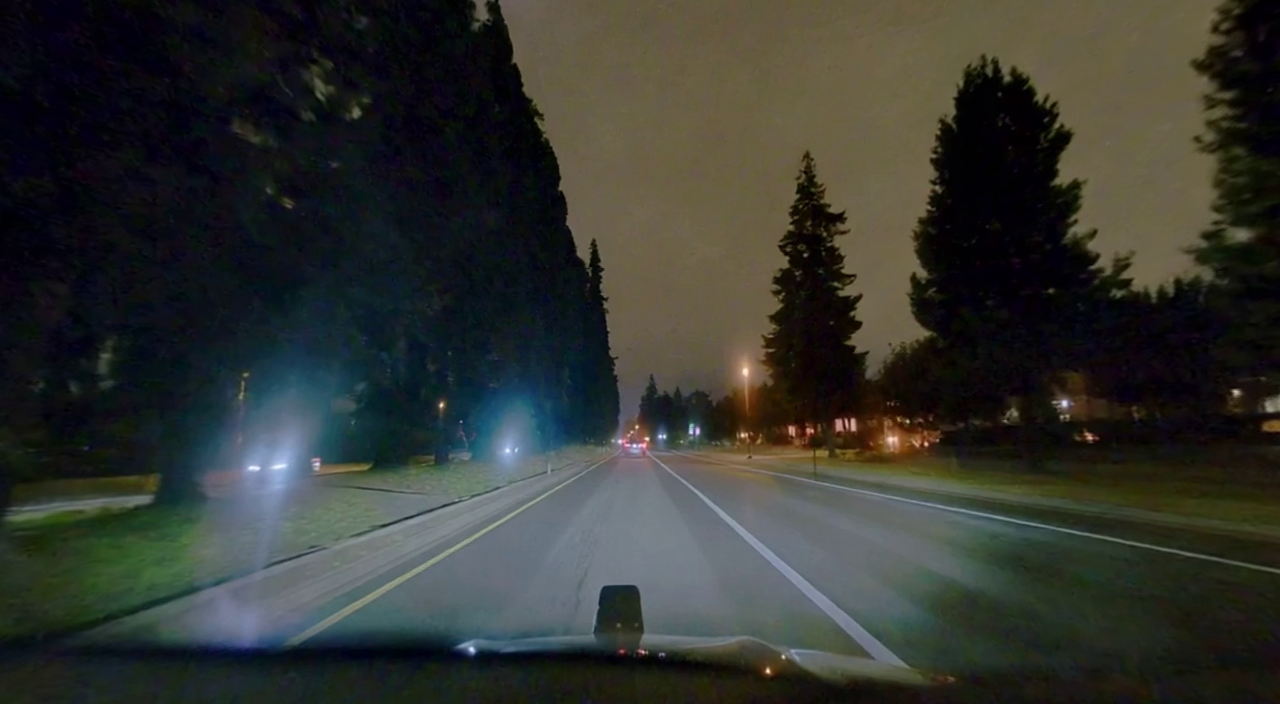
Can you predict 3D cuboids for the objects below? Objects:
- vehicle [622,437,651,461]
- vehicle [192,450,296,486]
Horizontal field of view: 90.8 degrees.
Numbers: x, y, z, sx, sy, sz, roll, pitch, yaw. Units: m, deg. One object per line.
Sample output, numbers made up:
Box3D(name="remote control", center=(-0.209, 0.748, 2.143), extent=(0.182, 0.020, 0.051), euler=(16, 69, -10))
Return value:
Box3D(name="vehicle", center=(-0.288, 6.967, 45.499), extent=(2.016, 1.665, 3.932), euler=(0, -8, -1))
Box3D(name="vehicle", center=(-18.501, 5.420, 29.789), extent=(1.835, 1.496, 4.713), euler=(0, -8, 0))
